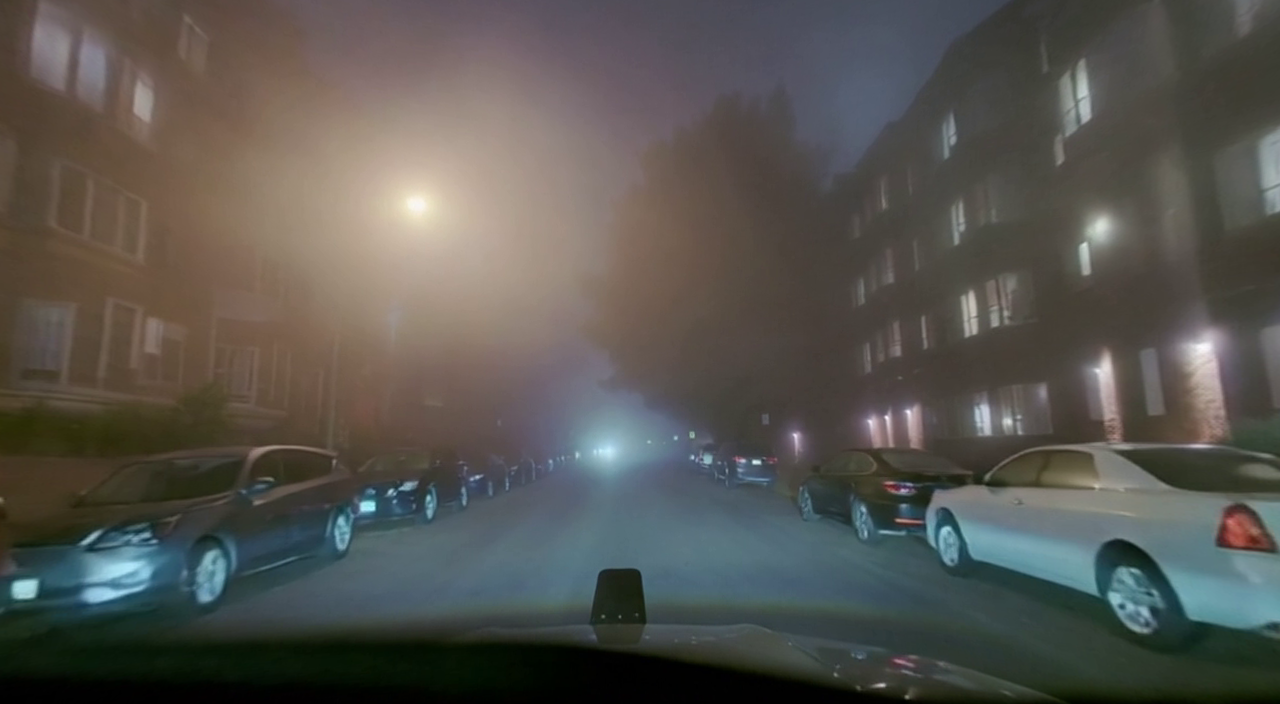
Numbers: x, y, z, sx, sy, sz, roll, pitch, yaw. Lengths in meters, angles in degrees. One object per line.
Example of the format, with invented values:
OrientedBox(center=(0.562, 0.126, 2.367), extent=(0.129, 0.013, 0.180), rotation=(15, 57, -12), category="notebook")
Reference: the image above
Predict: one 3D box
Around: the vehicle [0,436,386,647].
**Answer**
OrientedBox(center=(-4.876, 1.786, 7.268), extent=(2.049, 1.509, 4.783), rotation=(-2, -7, -2), category="vehicle")

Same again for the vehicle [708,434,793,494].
OrientedBox(center=(3.603, 3.762, 21.621), extent=(1.912, 1.781, 5.159), rotation=(0, -8, -1), category="vehicle")

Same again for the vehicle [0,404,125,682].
OrientedBox(center=(-5.026, 1.032, 2.866), extent=(2.274, 1.679, 3.639), rotation=(0, -8, 0), category="vehicle")

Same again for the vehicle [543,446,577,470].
OrientedBox(center=(-5.388, 7.207, 43.207), extent=(1.647, 1.481, 4.433), rotation=(0, -8, 2), category="vehicle")

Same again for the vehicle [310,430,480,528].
OrientedBox(center=(-4.964, 2.614, 13.648), extent=(1.922, 1.728, 4.628), rotation=(0, -8, -2), category="vehicle")

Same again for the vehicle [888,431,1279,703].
OrientedBox(center=(4.094, 1.525, 5.598), extent=(1.707, 1.528, 4.812), rotation=(0, -8, -2), category="vehicle")
